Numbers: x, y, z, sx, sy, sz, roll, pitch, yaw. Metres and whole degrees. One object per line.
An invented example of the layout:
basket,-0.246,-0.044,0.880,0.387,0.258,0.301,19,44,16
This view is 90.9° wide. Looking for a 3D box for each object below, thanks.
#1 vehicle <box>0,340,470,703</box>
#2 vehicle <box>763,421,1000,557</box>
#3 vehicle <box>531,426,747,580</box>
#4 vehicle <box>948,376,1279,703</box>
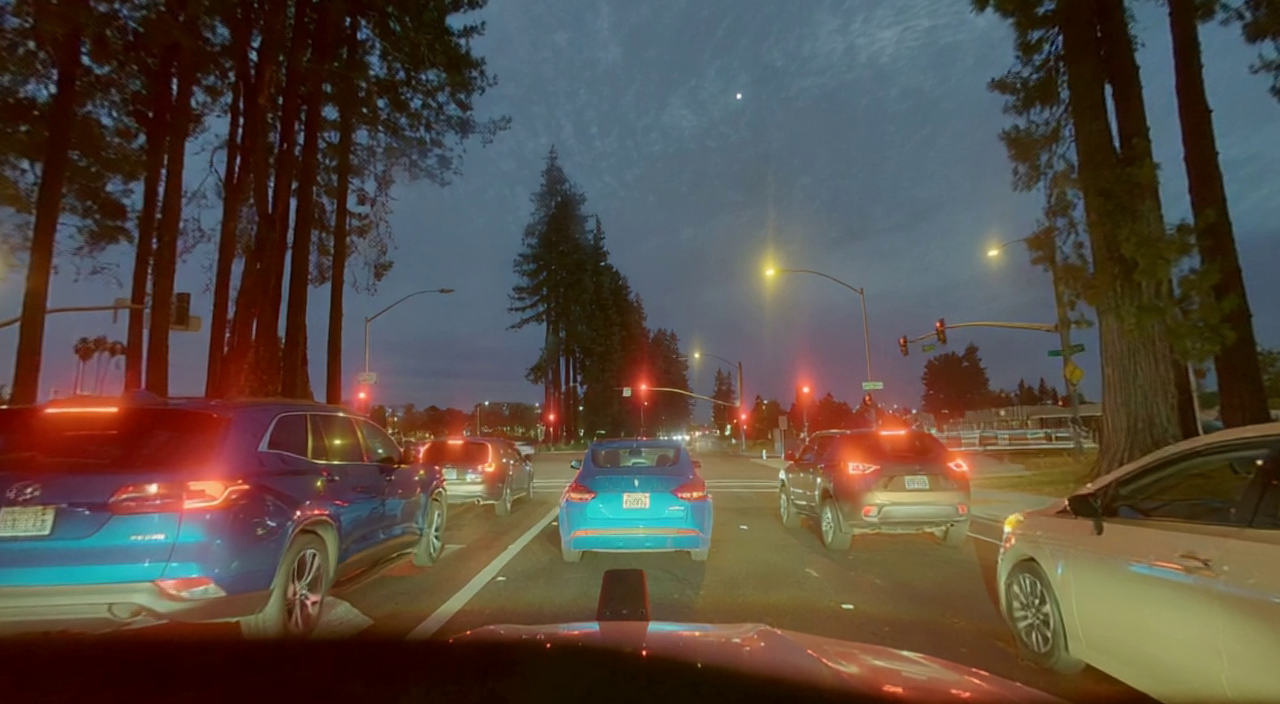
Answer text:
vehicle,-3.143,1.163,5.059,2.168,1.750,4.625,-1,-9,1
vehicle,3.413,2.019,10.023,2.040,1.647,4.379,0,-9,0
vehicle,-0.037,1.802,8.318,2.147,1.507,3.953,0,-8,-1
vehicle,3.329,0.961,2.831,1.899,1.588,3.888,0,-9,0
